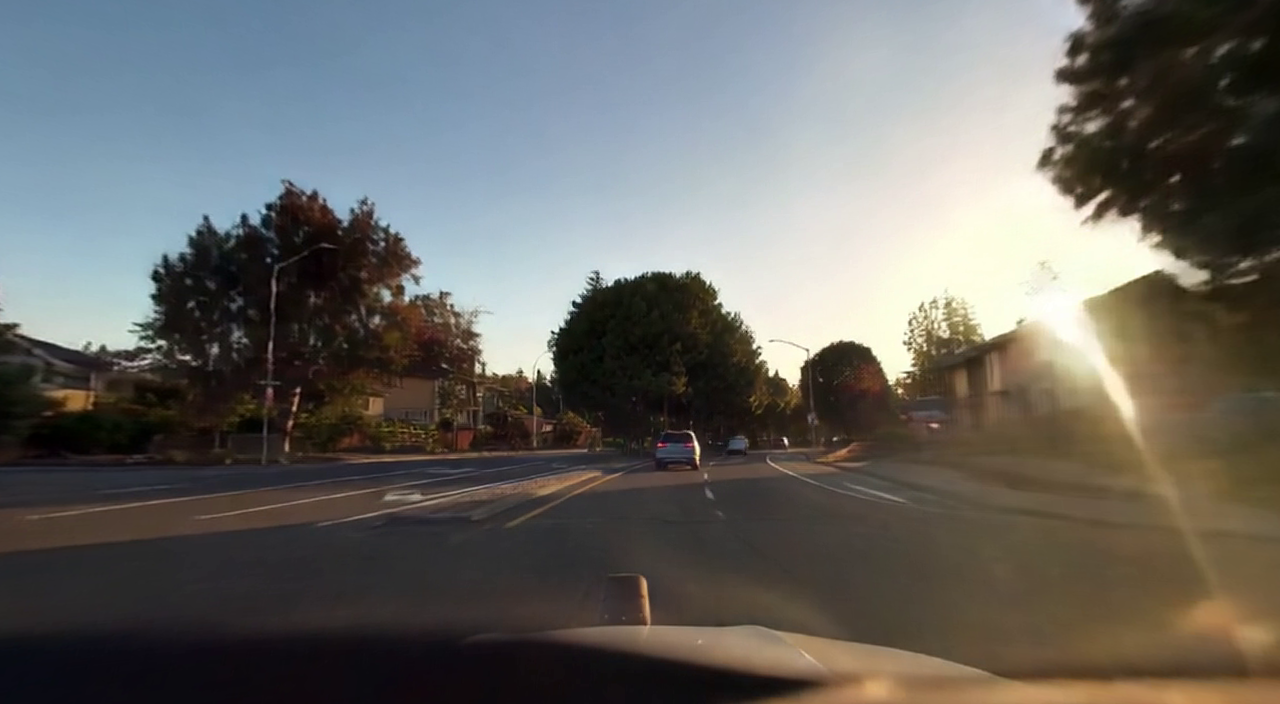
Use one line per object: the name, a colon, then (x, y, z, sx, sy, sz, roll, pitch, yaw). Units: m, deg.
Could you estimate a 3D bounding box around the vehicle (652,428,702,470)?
vehicle: (1.973, 4.931, 32.018, 2.072, 2.002, 4.391, -1, -8, 10)
